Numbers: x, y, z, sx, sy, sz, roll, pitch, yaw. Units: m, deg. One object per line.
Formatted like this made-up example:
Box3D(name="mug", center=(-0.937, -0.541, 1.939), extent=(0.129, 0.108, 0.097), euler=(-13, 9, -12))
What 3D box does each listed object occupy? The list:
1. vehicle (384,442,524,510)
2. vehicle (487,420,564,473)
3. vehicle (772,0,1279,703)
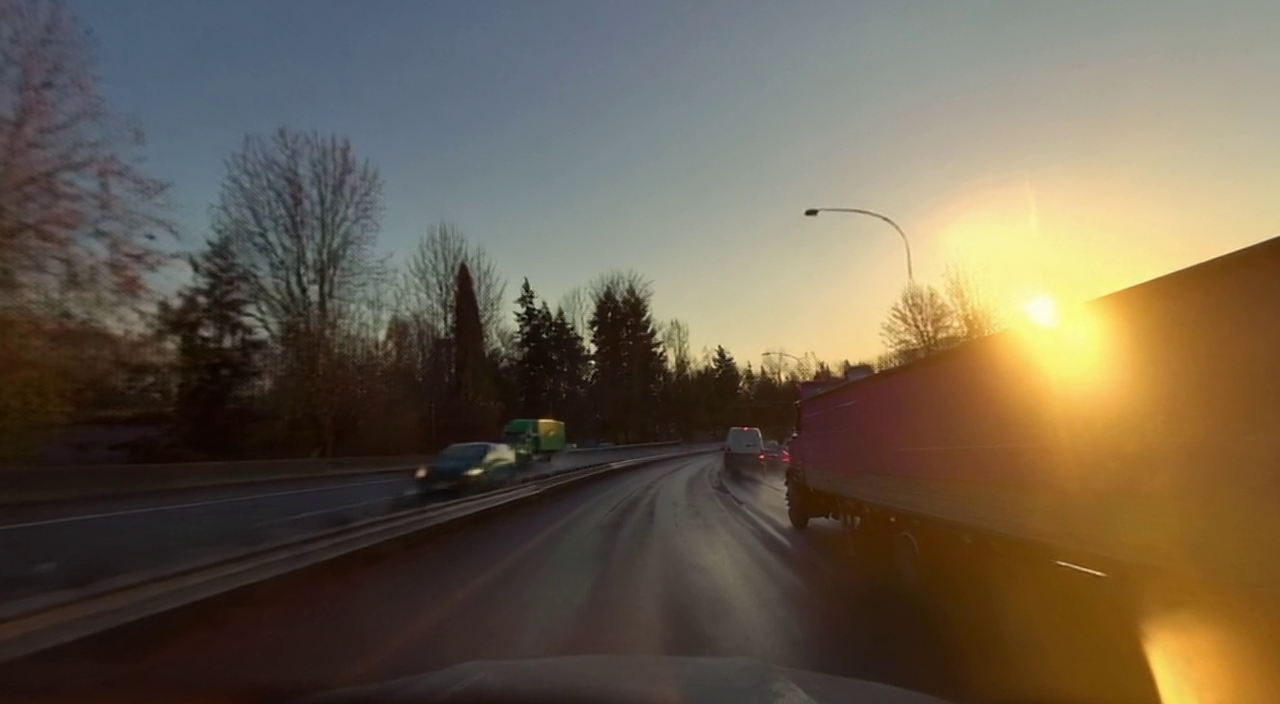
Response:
Box3D(name="vehicle", center=(-4.708, 3.206, 16.677), extent=(2.054, 1.525, 4.441), euler=(-1, -9, 5))
Box3D(name="vehicle", center=(-6.453, 5.510, 36.387), extent=(2.492, 2.808, 5.904), euler=(-2, -9, 10))
Box3D(name="vehicle", center=(3.926, 0.649, 4.622), extent=(2.916, 3.563, 14.462), euler=(0, -9, 1))
